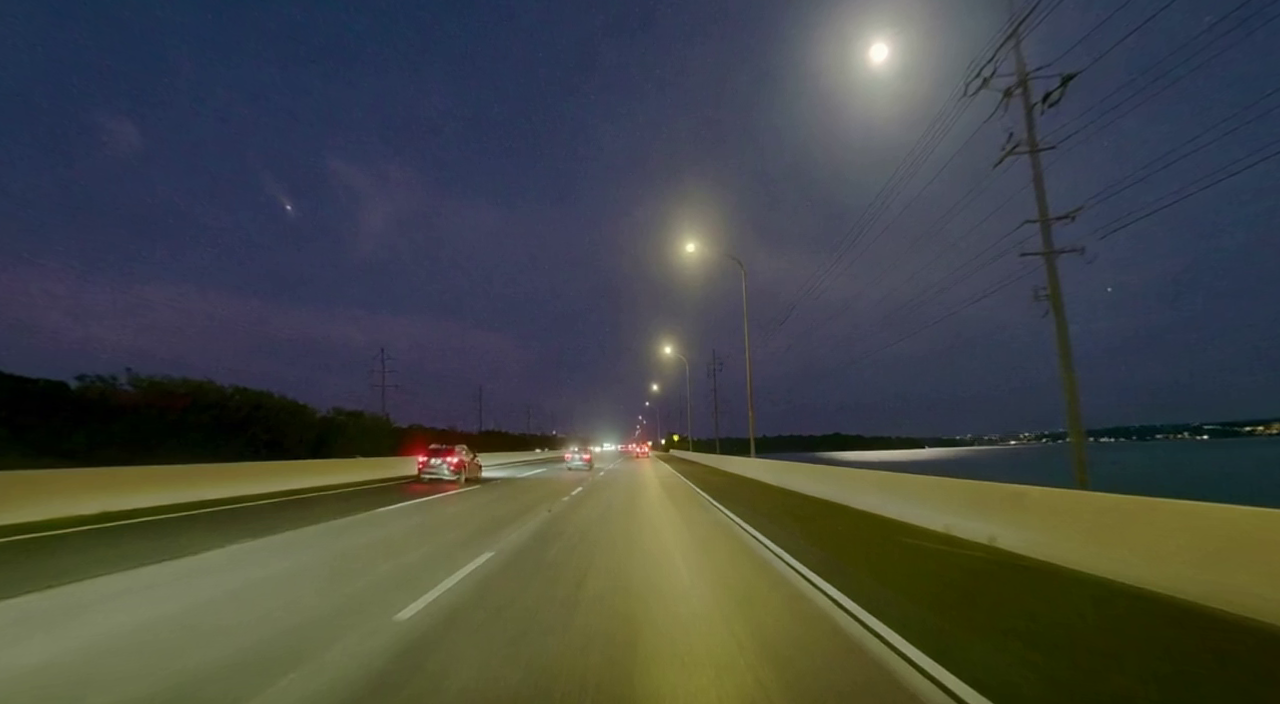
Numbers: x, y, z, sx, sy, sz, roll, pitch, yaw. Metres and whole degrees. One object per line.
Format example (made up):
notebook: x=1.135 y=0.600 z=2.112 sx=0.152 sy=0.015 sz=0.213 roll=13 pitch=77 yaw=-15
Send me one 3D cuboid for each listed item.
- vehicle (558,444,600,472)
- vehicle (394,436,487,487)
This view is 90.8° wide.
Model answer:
vehicle: x=-3.491 y=6.113 z=36.664 sx=1.957 sy=1.494 sz=4.207 roll=0 pitch=-8 yaw=1
vehicle: x=-7.402 y=4.090 z=23.918 sx=2.050 sy=1.717 sz=4.418 roll=0 pitch=-8 yaw=0
